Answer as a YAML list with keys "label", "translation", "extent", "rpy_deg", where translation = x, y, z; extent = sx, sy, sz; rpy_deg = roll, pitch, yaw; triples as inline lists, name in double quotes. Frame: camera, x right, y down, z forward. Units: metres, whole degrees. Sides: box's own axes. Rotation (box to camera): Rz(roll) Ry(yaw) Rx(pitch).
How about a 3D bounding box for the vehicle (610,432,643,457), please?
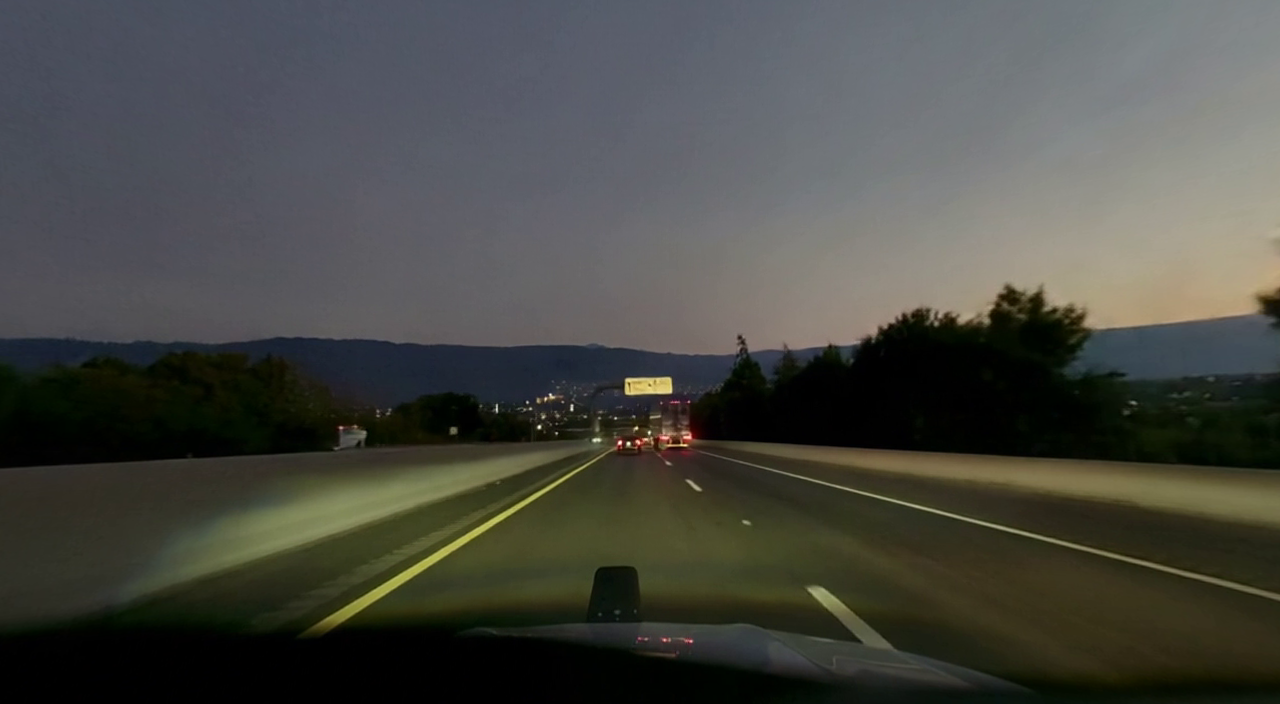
- label: "vehicle"
  translation: [-0.856, 6.184, 42.239]
  extent: [2.095, 1.557, 3.963]
  rpy_deg: [0, -8, 0]
